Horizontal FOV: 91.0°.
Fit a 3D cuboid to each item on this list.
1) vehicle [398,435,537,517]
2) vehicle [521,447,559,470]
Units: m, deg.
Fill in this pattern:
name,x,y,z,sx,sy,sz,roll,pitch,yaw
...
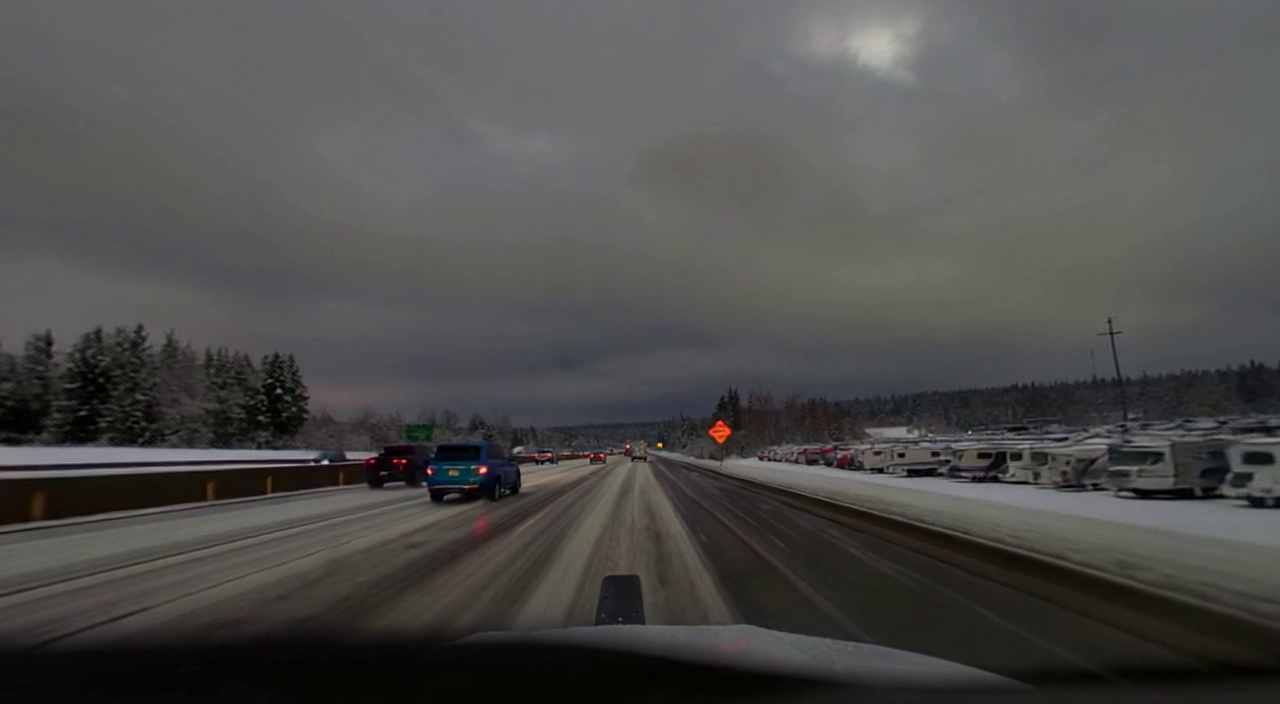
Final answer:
name,x,y,z,sx,sy,sz,roll,pitch,yaw
vehicle,-3.910,2.891,15.171,2.070,1.665,4.213,0,-9,1
vehicle,-7.492,8.056,47.773,2.046,1.644,4.422,0,-9,1
